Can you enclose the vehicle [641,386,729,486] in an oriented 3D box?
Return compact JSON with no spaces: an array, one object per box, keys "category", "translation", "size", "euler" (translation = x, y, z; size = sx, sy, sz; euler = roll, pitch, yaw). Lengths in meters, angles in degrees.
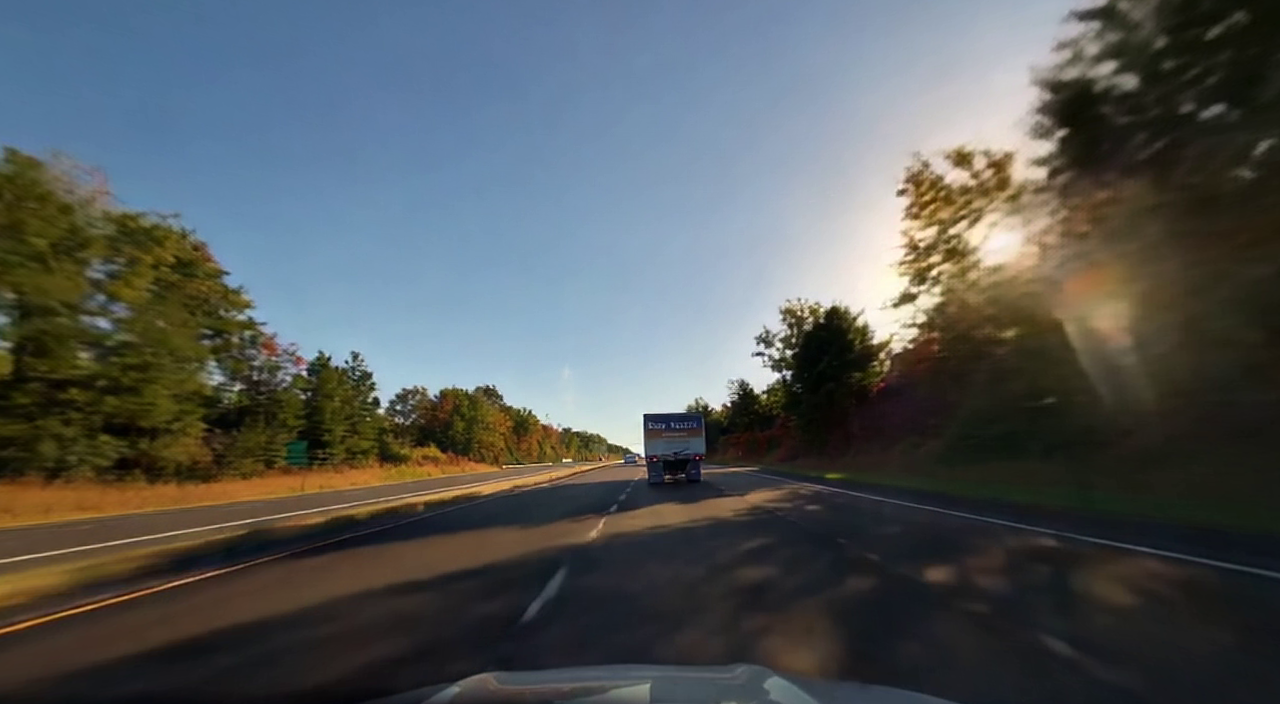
[{"category":"vehicle","translation":[2.110,4.774,34.428],"size":[3.537,4.071,17.399],"euler":[-1,-9,2]}]
